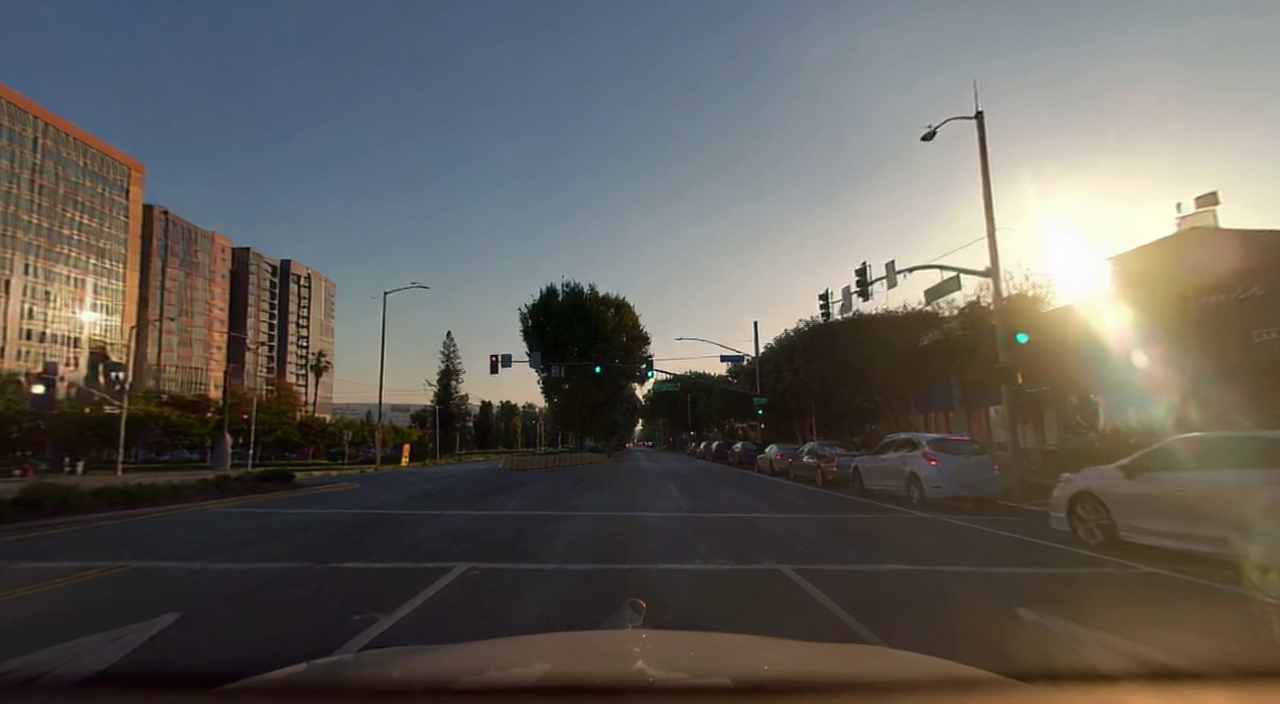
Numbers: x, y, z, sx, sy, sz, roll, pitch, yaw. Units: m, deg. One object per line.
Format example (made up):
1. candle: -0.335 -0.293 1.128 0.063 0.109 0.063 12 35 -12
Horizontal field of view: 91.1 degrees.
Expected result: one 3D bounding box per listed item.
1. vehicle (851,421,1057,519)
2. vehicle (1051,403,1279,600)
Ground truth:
1. vehicle: 6.522 2.505 13.825 1.984 1.751 4.759 0 -9 -1
2. vehicle: 6.476 1.370 5.953 1.973 1.674 4.635 0 -9 0
